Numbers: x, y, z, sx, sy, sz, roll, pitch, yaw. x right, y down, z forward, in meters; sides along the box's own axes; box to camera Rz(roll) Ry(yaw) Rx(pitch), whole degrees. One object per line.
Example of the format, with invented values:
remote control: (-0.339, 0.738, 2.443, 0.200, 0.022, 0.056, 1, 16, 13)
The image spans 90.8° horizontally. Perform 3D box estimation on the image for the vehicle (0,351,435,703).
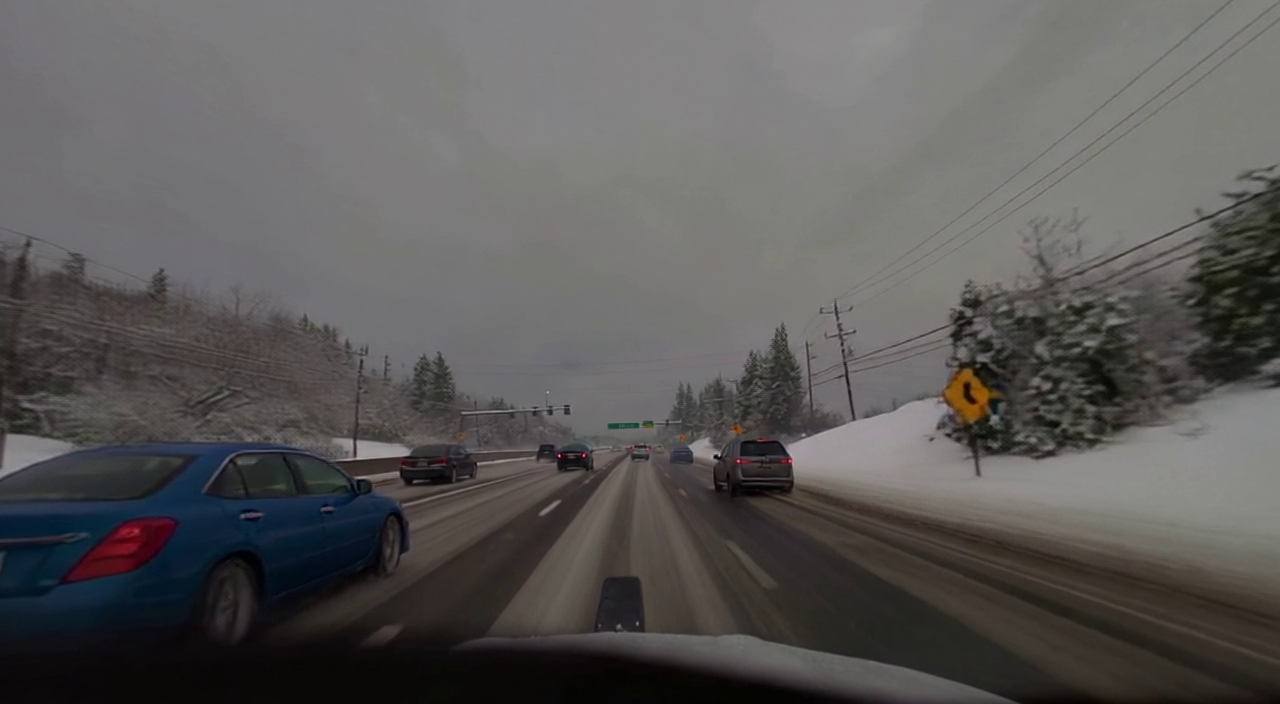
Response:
vehicle: (-3.248, 1.175, 4.520, 2.104, 1.707, 4.338, 0, -9, 0)

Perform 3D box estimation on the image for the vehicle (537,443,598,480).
vehicle: (-3.114, 4.808, 28.009, 2.066, 1.488, 4.377, -1, -9, 2)

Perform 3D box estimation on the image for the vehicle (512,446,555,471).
vehicle: (-6.590, 6.665, 39.631, 1.877, 1.474, 4.475, 0, -9, 0)

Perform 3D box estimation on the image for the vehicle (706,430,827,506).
vehicle: (3.027, 2.901, 16.179, 2.100, 1.659, 4.387, 0, -9, -1)
